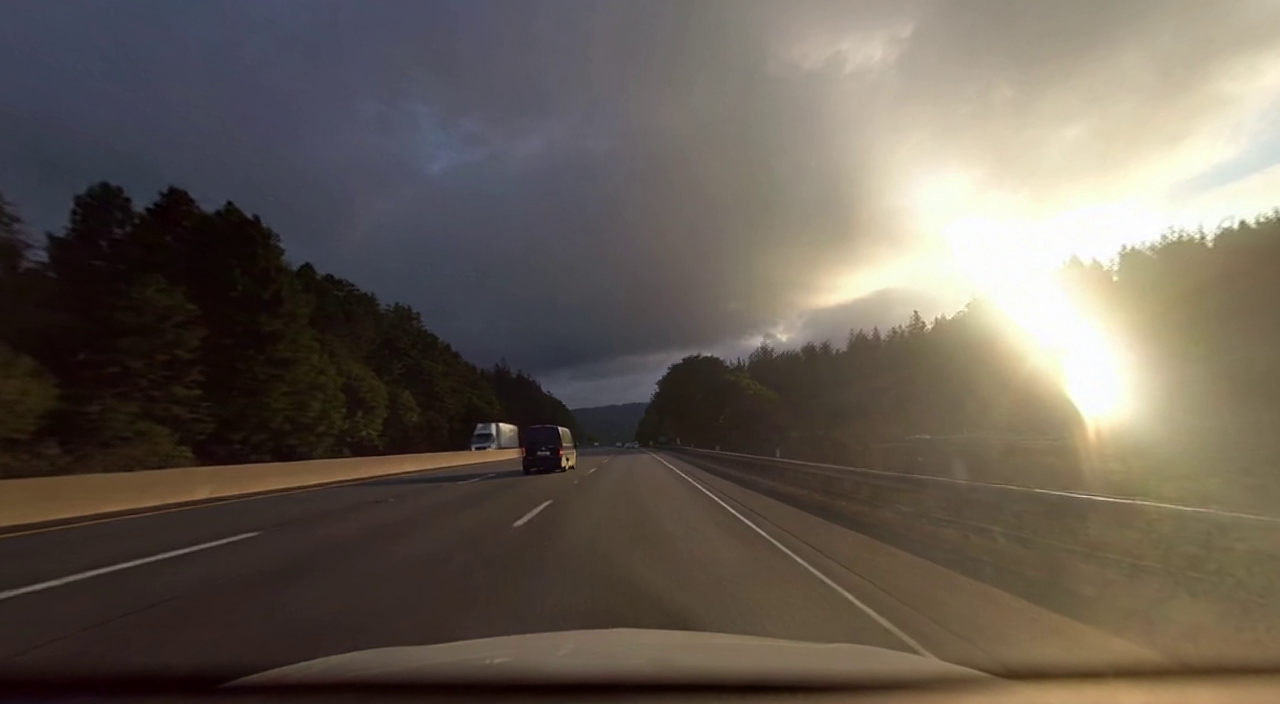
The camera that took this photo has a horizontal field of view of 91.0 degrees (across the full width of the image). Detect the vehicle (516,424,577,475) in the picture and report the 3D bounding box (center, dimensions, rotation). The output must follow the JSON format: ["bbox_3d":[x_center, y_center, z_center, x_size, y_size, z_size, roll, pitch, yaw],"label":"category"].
[{"bbox_3d":[-4.040,4.290,27.936,1.976,2.029,4.737,-1,-8,0],"label":"vehicle"}]
